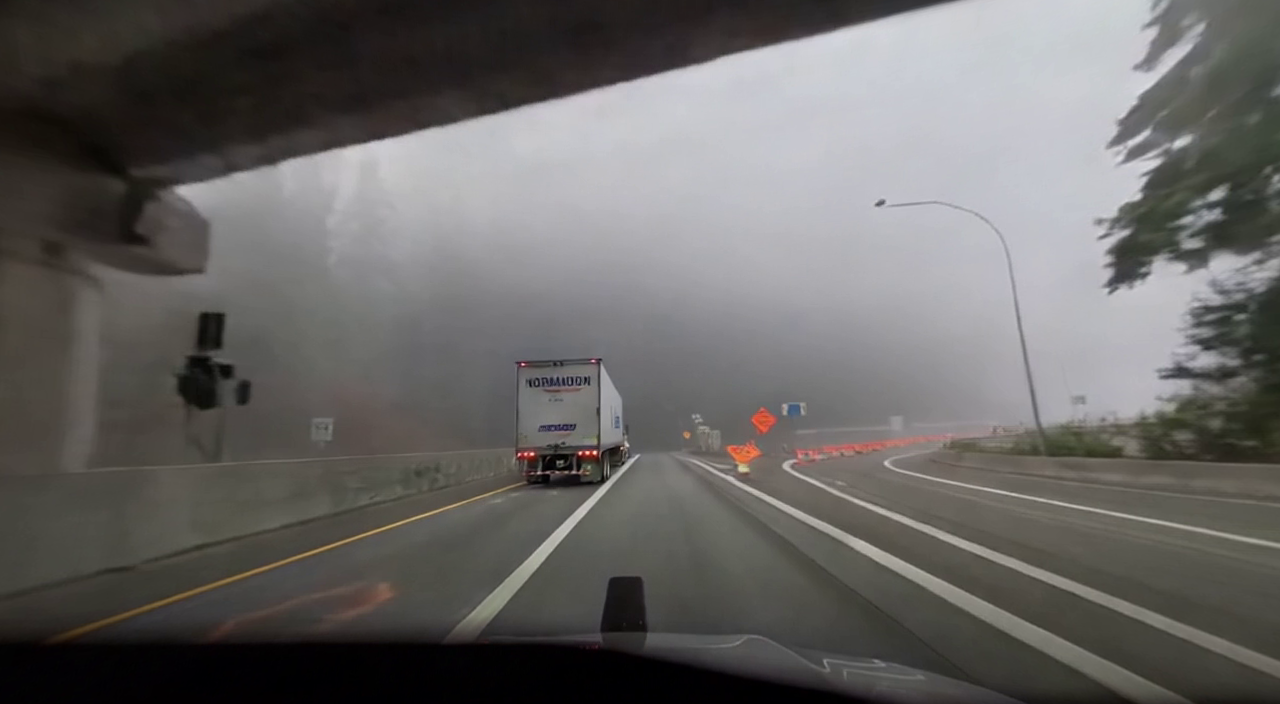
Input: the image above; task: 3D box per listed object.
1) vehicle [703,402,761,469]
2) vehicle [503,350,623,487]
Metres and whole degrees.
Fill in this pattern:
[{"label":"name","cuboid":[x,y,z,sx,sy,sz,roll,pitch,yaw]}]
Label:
[{"label":"vehicle","cuboid":[5.070,4.680,35.323,2.928,3.571,3.032,-1,-8,3]},{"label":"vehicle","cuboid":[-2.489,3.139,26.993,2.873,4.060,16.327,0,-8,1]}]
